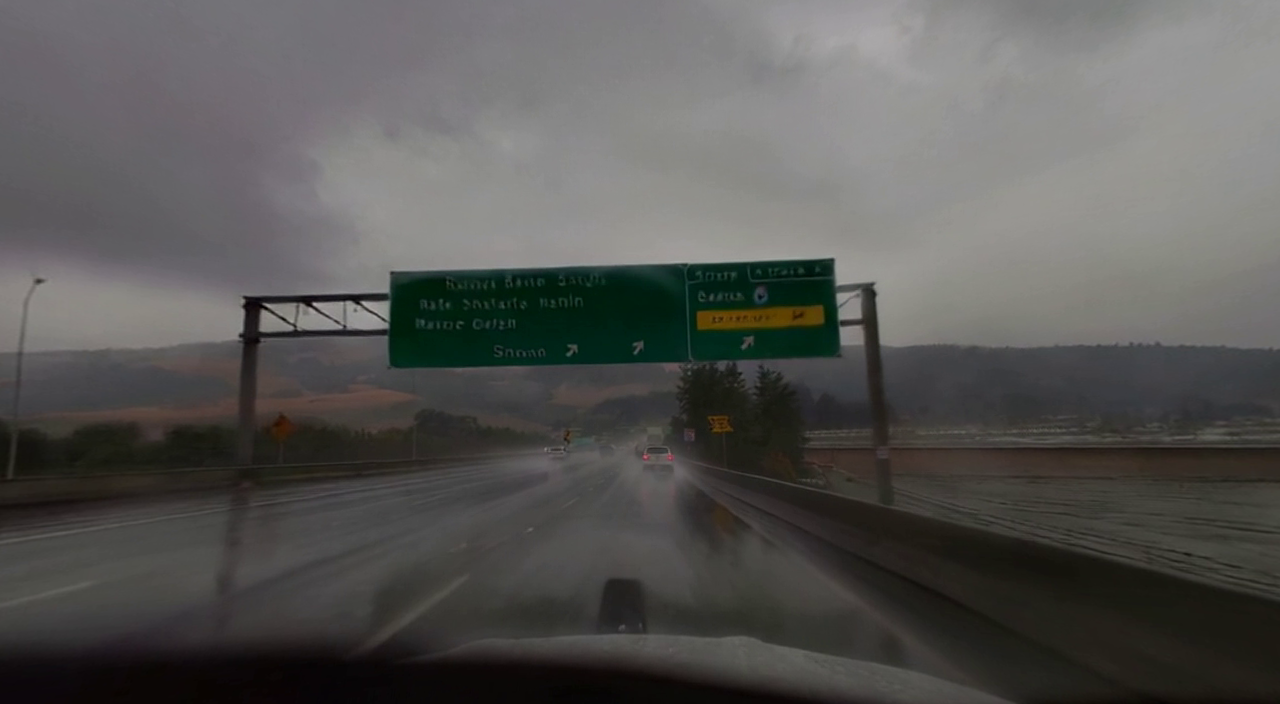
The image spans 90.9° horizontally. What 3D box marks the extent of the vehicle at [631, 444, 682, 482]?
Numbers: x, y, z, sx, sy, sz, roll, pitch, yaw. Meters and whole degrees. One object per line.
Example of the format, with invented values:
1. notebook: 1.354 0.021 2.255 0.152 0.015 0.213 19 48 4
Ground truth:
1. vehicle: 0.681 4.744 27.248 2.019 1.475 4.301 -1 -9 0
